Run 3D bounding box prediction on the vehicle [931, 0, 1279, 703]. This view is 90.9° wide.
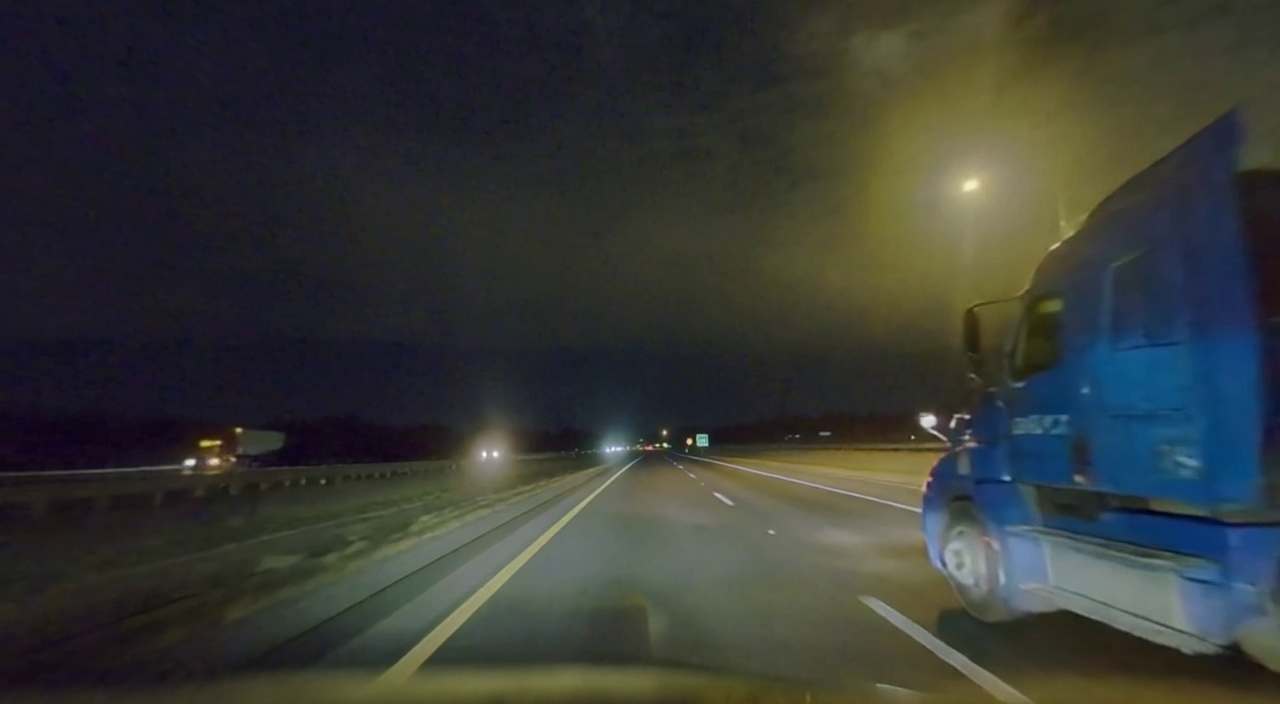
[{"bbox_3d":[3.955,-0.138,0.172,3.342,2.931,9.266,0,-9,0],"label":"vehicle"}]
